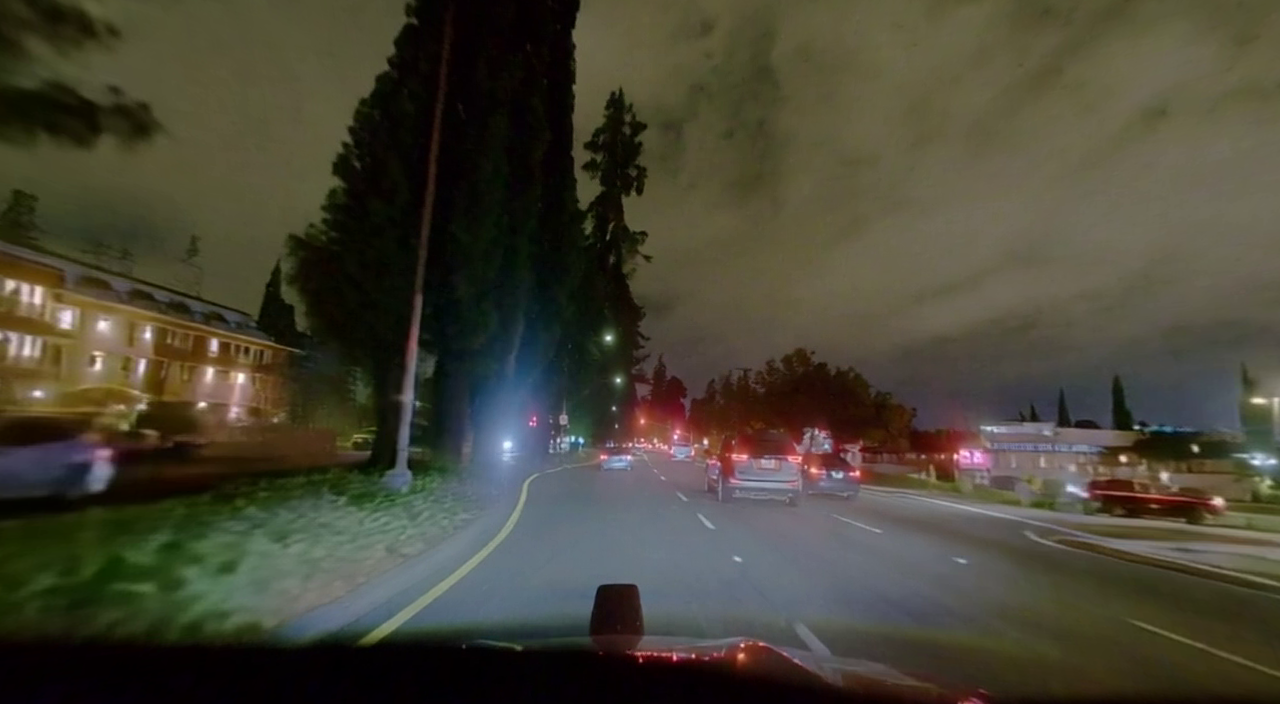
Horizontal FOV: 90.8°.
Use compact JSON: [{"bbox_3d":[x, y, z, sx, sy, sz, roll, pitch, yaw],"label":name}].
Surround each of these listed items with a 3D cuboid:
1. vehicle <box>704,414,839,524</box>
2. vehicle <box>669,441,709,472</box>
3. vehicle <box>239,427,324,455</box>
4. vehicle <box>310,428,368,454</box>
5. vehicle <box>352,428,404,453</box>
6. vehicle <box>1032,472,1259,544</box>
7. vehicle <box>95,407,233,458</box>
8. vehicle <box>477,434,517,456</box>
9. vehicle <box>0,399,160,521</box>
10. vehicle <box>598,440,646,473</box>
[{"bbox_3d":[2.820,2.607,14.527,2.035,1.940,4.299,5,-9,0],"label":"vehicle"},{"bbox_3d":[2.834,6.140,37.421,1.922,1.708,4.126,0,-9,-2],"label":"vehicle"},{"bbox_3d":[-19.316,4.863,34.288,1.913,1.417,4.592,0,-9,0],"label":"vehicle"},{"bbox_3d":[-19.486,5.808,41.115,1.780,1.546,4.060,0,-9,-1],"label":"vehicle"},{"bbox_3d":[-19.473,6.632,47.200,1.958,1.756,4.530,0,-9,0],"label":"vehicle"},{"bbox_3d":[14.296,4.422,18.208,4.545,1.770,2.057,-2,-9,10],"label":"vehicle"},{"bbox_3d":[-19.308,3.360,25.994,2.056,1.899,4.803,0,-9,-2],"label":"vehicle"},{"bbox_3d":[-11.189,7.307,49.687,2.105,1.645,4.590,0,-9,0],"label":"vehicle"},{"bbox_3d":[-8.672,1.357,7.952,1.861,1.456,4.303,0,-9,0],"label":"vehicle"},{"bbox_3d":[-0.789,4.910,29.848,2.119,1.460,3.847,0,-9,0],"label":"vehicle"}]
